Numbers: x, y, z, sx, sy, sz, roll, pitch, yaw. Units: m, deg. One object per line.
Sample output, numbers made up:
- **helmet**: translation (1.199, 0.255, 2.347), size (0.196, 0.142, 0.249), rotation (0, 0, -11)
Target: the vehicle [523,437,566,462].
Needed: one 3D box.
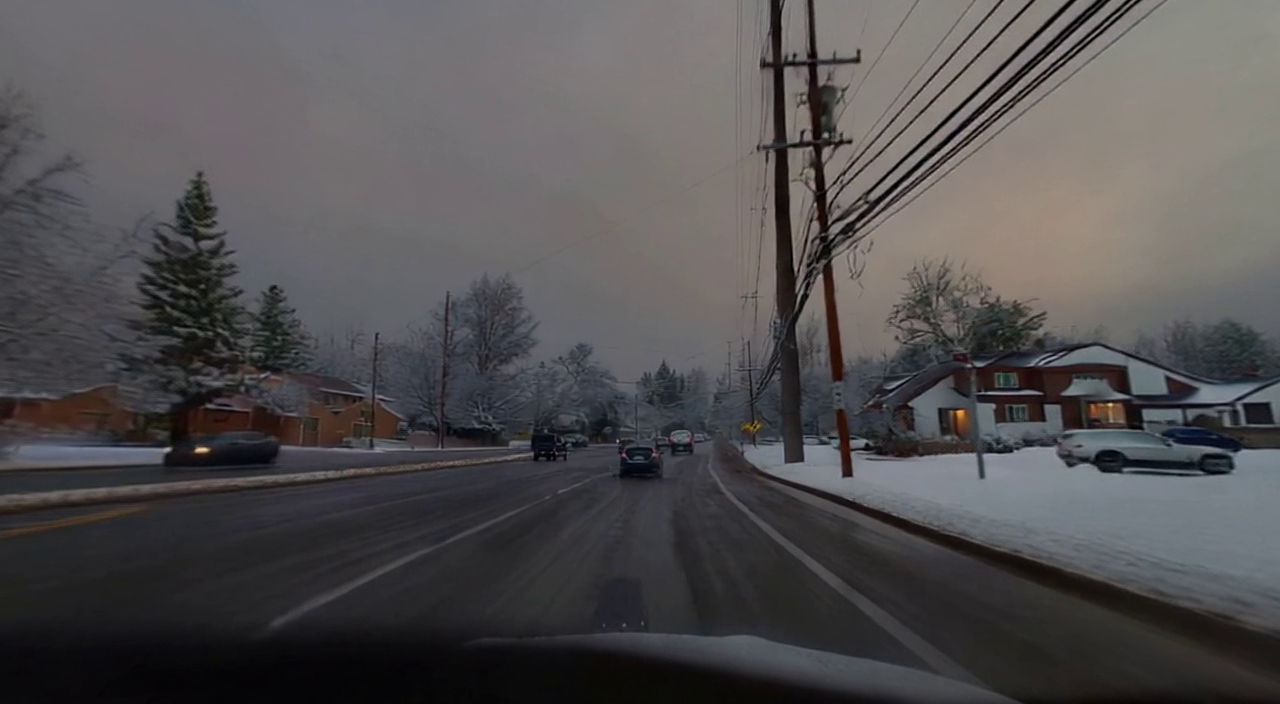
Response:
- **vehicle**: translation (-5.984, 6.176, 39.909), size (1.983, 1.485, 4.159), rotation (0, -8, 2)

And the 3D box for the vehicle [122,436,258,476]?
- **vehicle**: translation (-18.256, 4.235, 25.914), size (1.893, 1.494, 4.752), rotation (-1, -8, 3)

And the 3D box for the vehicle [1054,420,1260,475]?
- **vehicle**: translation (16.885, 3.149, 20.879), size (4.751, 1.661, 2.022), rotation (-2, -9, 11)

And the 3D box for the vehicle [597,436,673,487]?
- **vehicle**: translation (-0.050, 3.526, 20.606), size (2.117, 1.474, 4.036), rotation (-1, -9, 4)

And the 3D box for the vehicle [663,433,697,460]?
- **vehicle**: translation (3.049, 7.107, 47.488), size (2.158, 1.939, 4.935), rotation (-1, -9, 8)
